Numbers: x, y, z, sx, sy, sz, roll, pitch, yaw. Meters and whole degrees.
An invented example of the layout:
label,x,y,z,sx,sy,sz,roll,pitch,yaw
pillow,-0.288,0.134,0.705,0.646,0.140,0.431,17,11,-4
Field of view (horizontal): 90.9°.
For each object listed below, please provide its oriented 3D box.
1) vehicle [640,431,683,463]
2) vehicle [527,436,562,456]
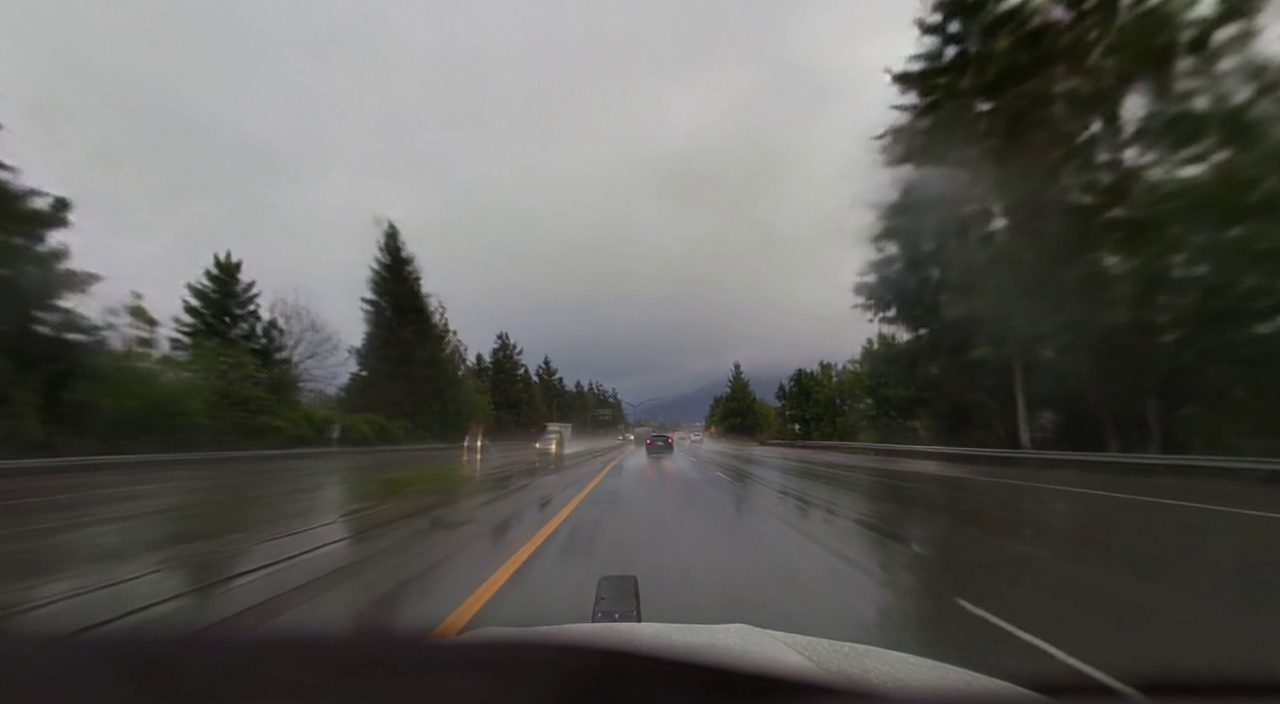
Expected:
label,x,y,z,sx,sy,sz,roll,pitch,yaw
vehicle,1.014,4.784,31.914,2.046,1.526,3.903,0,-8,0
vehicle,-7.448,7.402,49.519,1.968,1.481,4.273,0,-8,2
